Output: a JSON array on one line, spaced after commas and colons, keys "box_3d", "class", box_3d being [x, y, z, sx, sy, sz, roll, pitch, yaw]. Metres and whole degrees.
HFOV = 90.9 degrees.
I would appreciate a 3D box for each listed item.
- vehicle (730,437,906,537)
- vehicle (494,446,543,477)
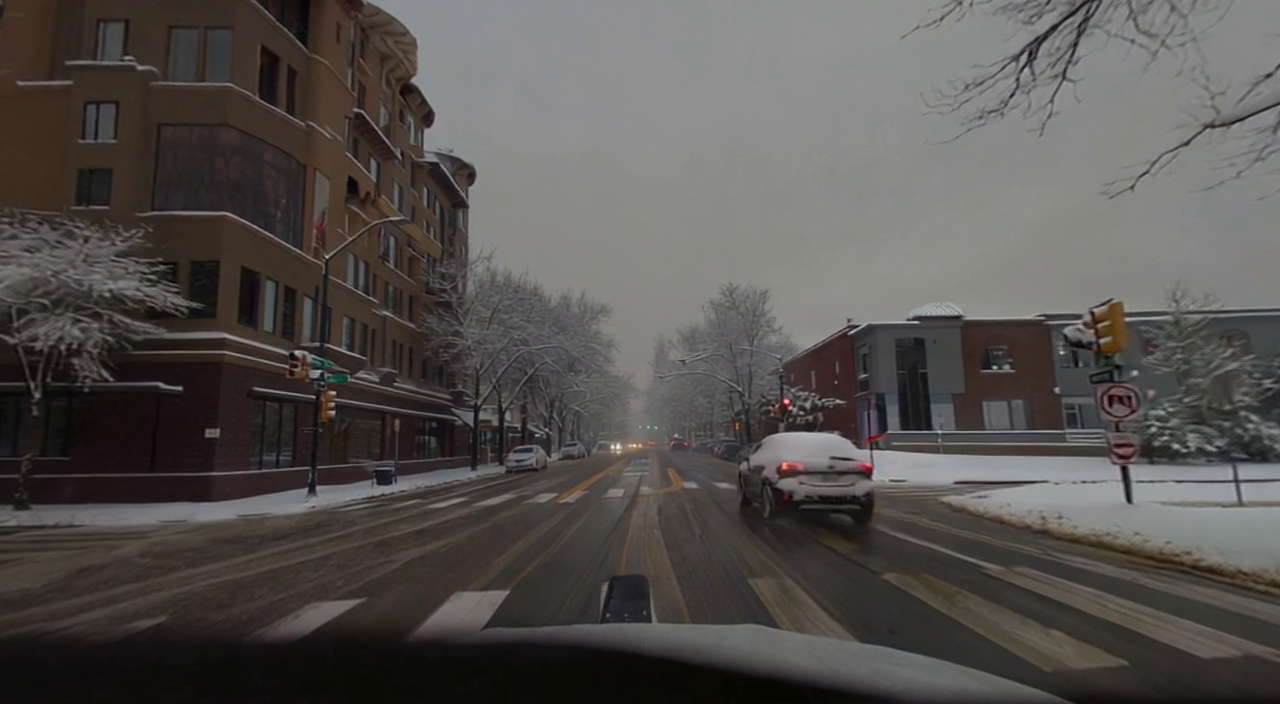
[{"box_3d": [2.962, 2.328, 11.533, 2.014, 1.474, 4.090, 0, -8, 0], "class": "vehicle"}, {"box_3d": [-6.916, 6.252, 36.307, 2.127, 1.533, 4.547, -1, -8, -2], "class": "vehicle"}]
